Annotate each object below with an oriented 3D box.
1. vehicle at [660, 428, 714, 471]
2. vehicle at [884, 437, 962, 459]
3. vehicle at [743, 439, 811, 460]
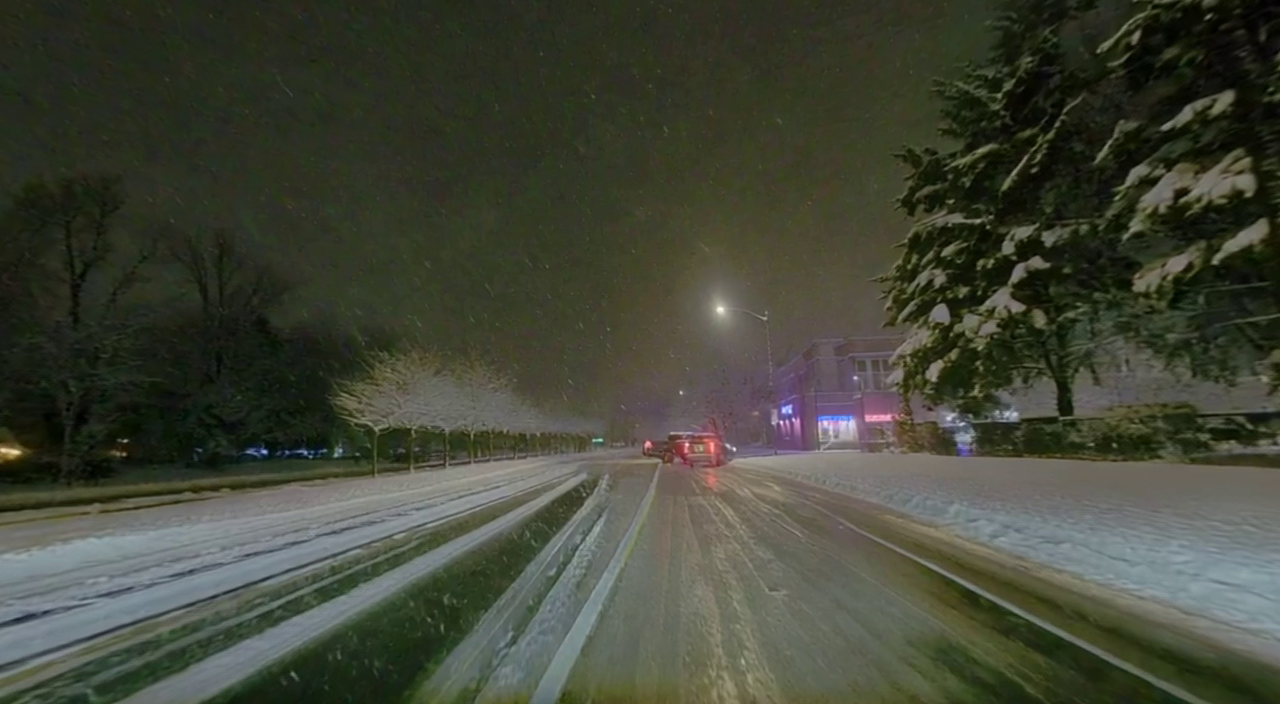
[{"bbox_3d":[2.497,4.980,32.307,2.477,1.991,5.157,-1,-8,6],"label":"vehicle"},{"bbox_3d":[20.209,6.883,45.255,4.698,1.465,1.914,-1,-8,5],"label":"vehicle"},{"bbox_3d":[9.971,7.192,46.444,4.733,1.499,2.000,-2,-8,9],"label":"vehicle"}]
